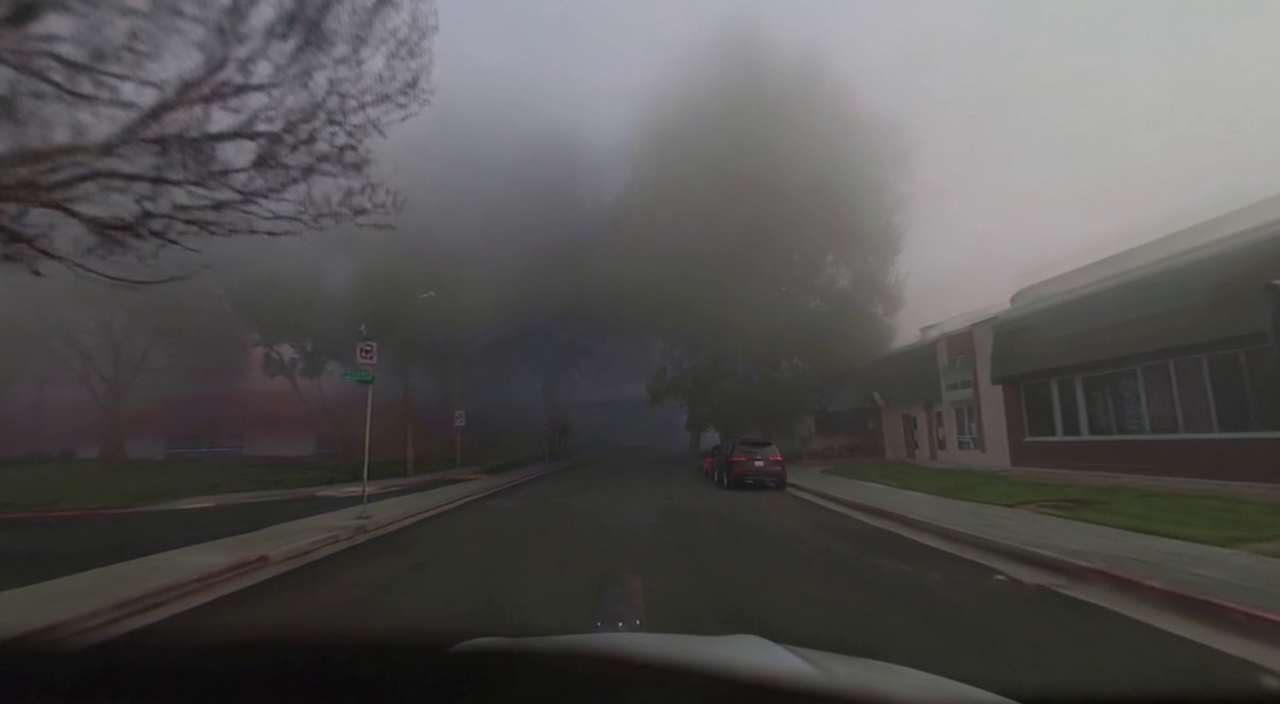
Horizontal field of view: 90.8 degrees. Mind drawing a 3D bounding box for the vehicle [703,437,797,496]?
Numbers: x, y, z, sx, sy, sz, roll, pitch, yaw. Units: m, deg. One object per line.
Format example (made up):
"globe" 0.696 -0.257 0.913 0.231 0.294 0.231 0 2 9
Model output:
"vehicle" 3.137 3.368 19.045 2.064 1.532 4.596 0 -8 0
